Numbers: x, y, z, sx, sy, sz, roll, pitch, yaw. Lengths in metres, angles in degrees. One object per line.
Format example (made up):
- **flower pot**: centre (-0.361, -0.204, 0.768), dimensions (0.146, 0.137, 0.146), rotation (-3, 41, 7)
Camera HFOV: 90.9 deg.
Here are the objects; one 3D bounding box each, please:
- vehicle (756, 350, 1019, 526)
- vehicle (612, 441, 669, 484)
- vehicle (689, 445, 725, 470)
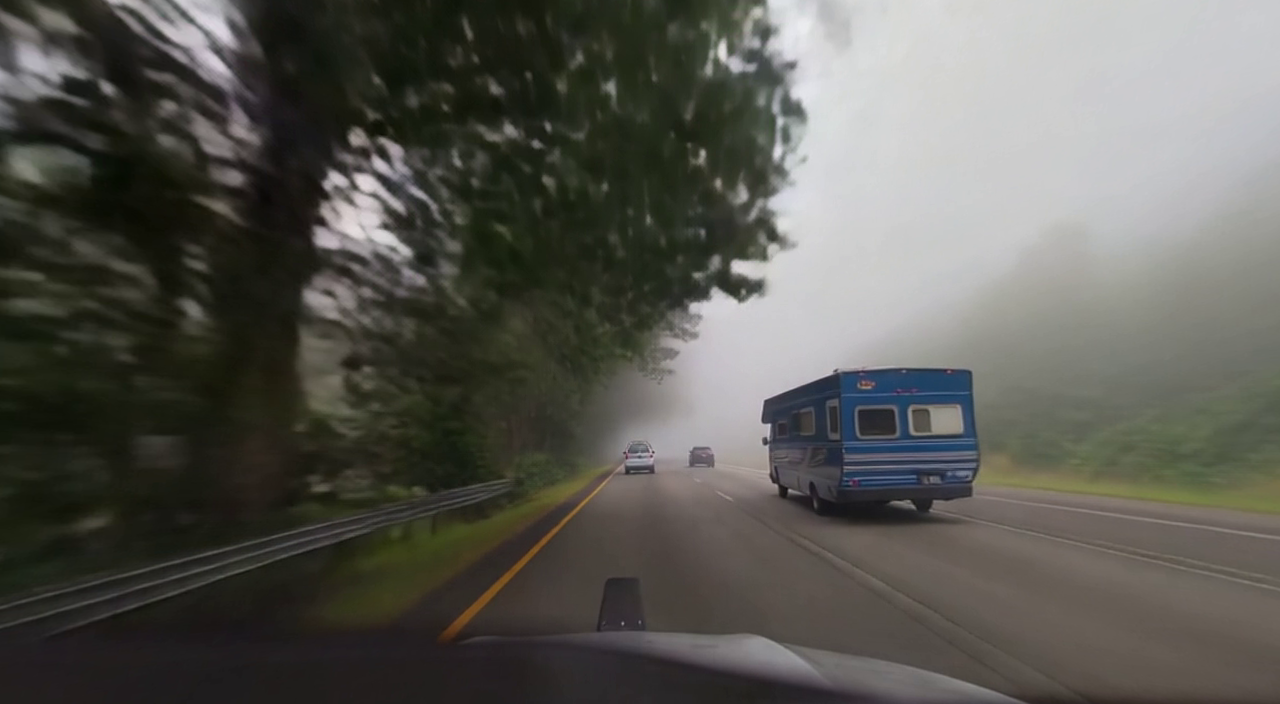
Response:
- **vehicle**: centre (4.621, 1.907, 13.719), dimensions (2.745, 2.832, 7.035), rotation (0, -9, -1)
- **vehicle**: centre (-0.003, 4.438, 25.542), dimensions (2.120, 1.575, 4.018), rotation (0, -9, -1)
- **vehicle**: centre (4.079, 6.437, 38.677), dimensions (1.757, 1.459, 3.398), rotation (0, -9, -1)
